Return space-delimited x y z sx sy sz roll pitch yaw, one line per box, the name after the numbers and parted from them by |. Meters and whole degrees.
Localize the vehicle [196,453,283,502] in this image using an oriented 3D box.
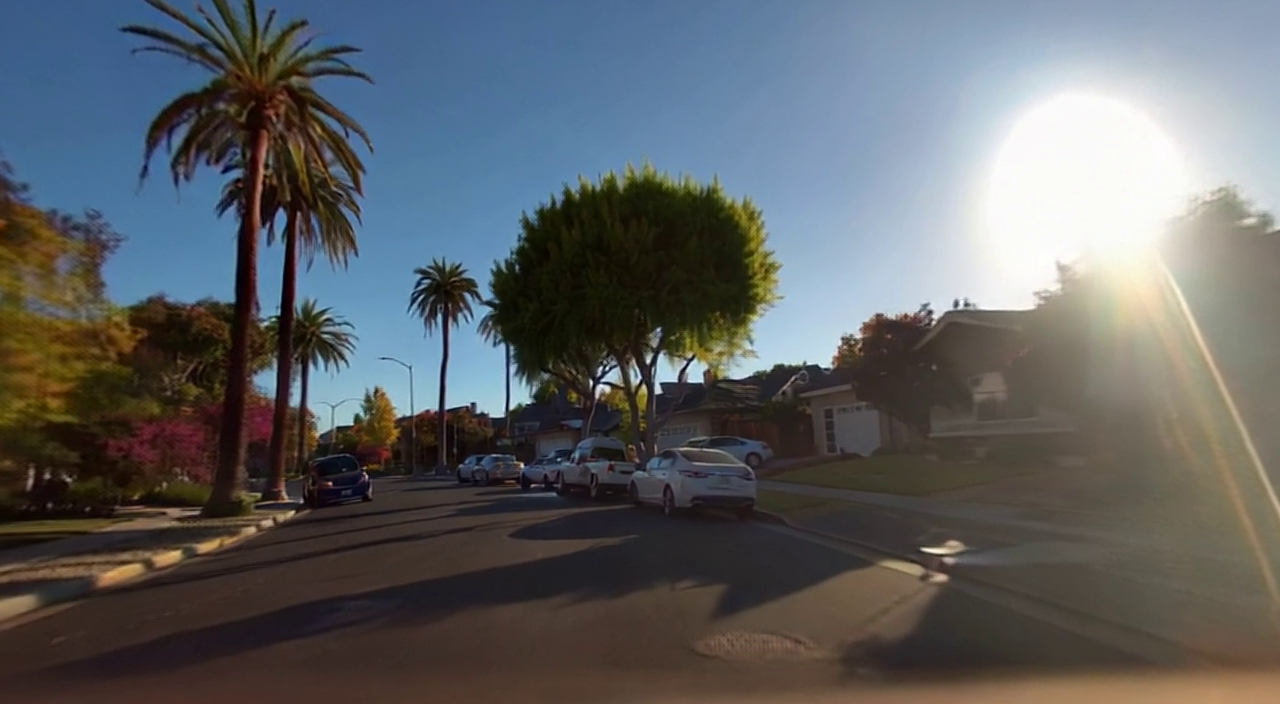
-24.309 7.607 38.109 5.628 2.109 2.395 -14 -11 34 | vehicle

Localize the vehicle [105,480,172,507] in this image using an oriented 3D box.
-35.451 9.978 44.486 4.390 1.559 1.812 -4 -9 25 | vehicle

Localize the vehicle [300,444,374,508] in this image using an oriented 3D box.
-10.783 4.302 22.204 2.026 1.816 4.532 -1 -8 -30 | vehicle

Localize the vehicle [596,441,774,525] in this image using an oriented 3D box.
0.725 2.766 14.140 2.108 1.503 4.977 3 -9 -20 | vehicle

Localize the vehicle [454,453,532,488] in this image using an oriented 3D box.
-7.248 5.722 30.749 2.006 1.484 4.768 6 -10 -35 | vehicle
